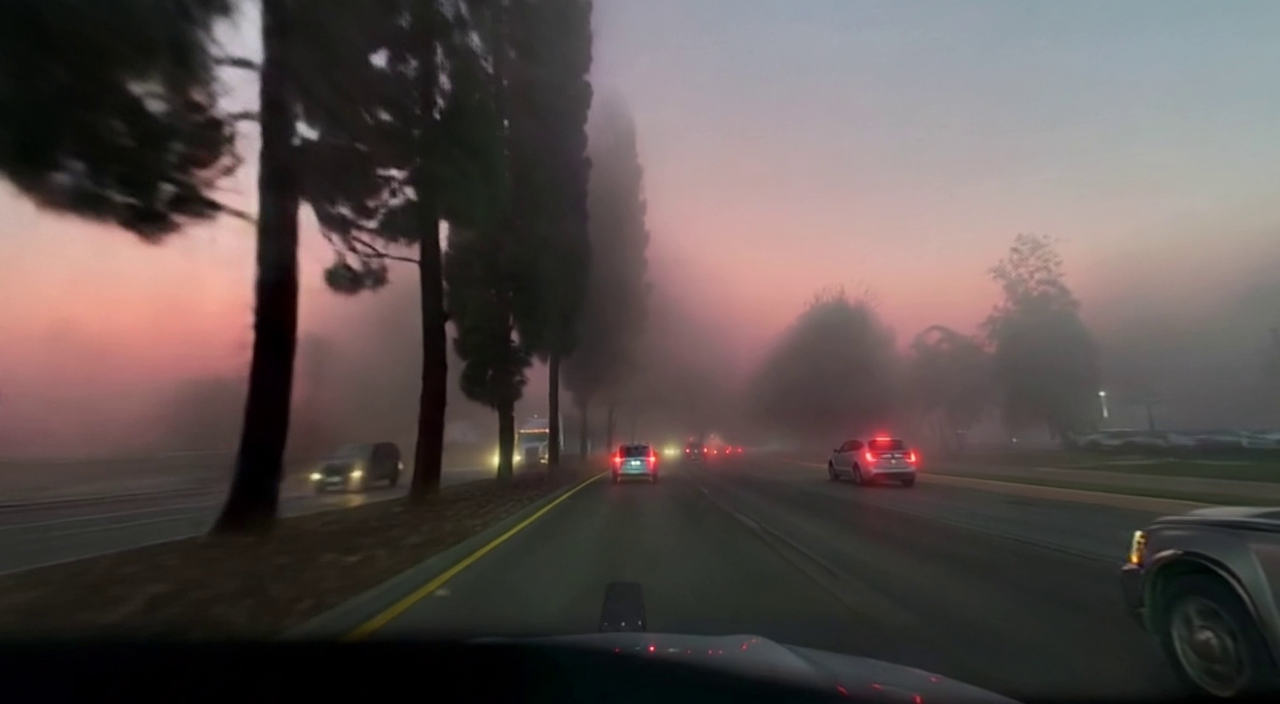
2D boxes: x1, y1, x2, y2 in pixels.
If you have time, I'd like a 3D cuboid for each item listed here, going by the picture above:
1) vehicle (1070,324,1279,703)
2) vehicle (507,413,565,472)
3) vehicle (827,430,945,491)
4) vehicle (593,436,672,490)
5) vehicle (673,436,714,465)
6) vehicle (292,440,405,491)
[{"bbox_3d":[3.552,0.604,1.321,2.090,1.763,4.560,0,-9,1],"label":"vehicle"},{"bbox_3d":[-7.915,7.020,48.873,3.021,4.215,7.024,0,-8,2],"label":"vehicle"},{"bbox_3d":[7.887,3.517,20.688,2.090,1.768,4.407,0,-9,0],"label":"vehicle"},{"bbox_3d":[-0.213,3.565,20.448,2.315,1.563,4.080,0,-9,0],"label":"vehicle"},{"bbox_3d":[4.117,7.716,49.166,2.716,2.131,5.766,0,-9,0],"label":"vehicle"},{"bbox_3d":[-11.673,4.548,25.597,2.172,1.865,4.728,0,-9,2],"label":"vehicle"}]
